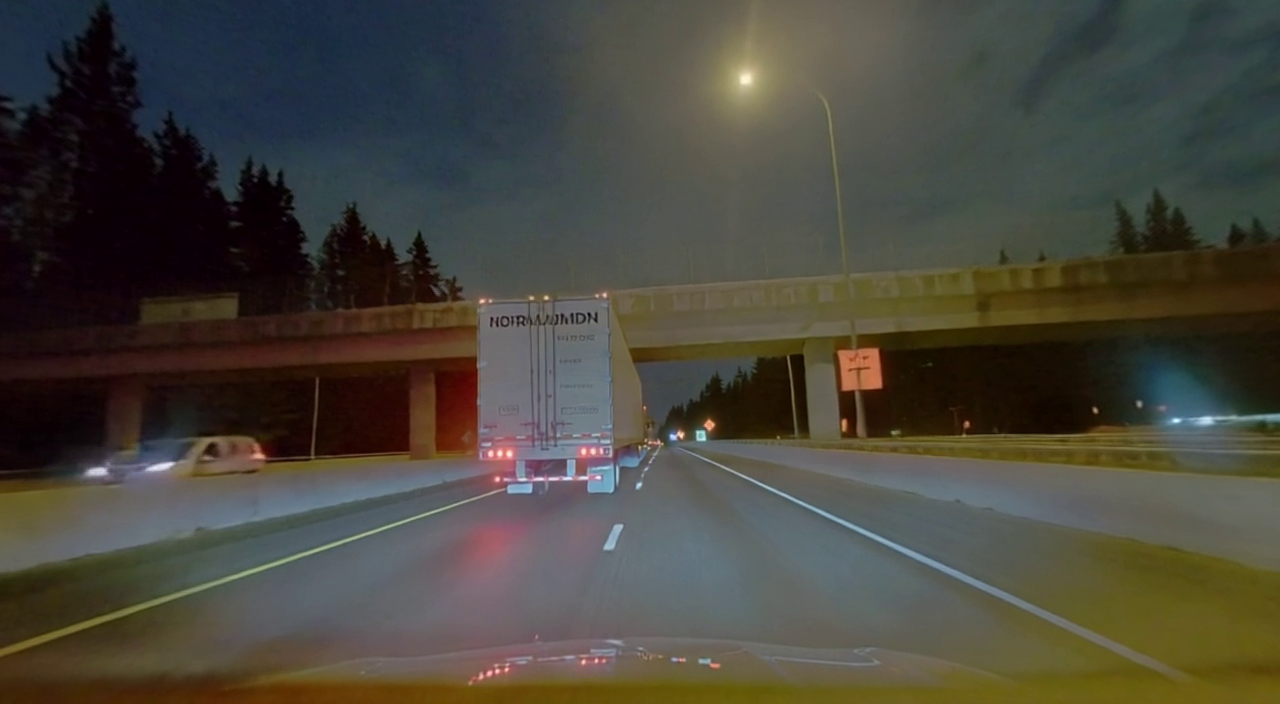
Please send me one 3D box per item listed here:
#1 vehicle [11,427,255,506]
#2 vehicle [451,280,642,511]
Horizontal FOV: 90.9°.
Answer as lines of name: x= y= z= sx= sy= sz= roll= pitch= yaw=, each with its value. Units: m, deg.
vehicle: x=-12.385 y=2.815 z=15.980 sx=2.199 sy=1.693 sz=4.664 roll=0 pitch=-8 yaw=2
vehicle: x=-1.596 y=1.902 z=19.209 sx=2.873 sy=4.060 sz=16.327 roll=0 pitch=-8 yaw=2
